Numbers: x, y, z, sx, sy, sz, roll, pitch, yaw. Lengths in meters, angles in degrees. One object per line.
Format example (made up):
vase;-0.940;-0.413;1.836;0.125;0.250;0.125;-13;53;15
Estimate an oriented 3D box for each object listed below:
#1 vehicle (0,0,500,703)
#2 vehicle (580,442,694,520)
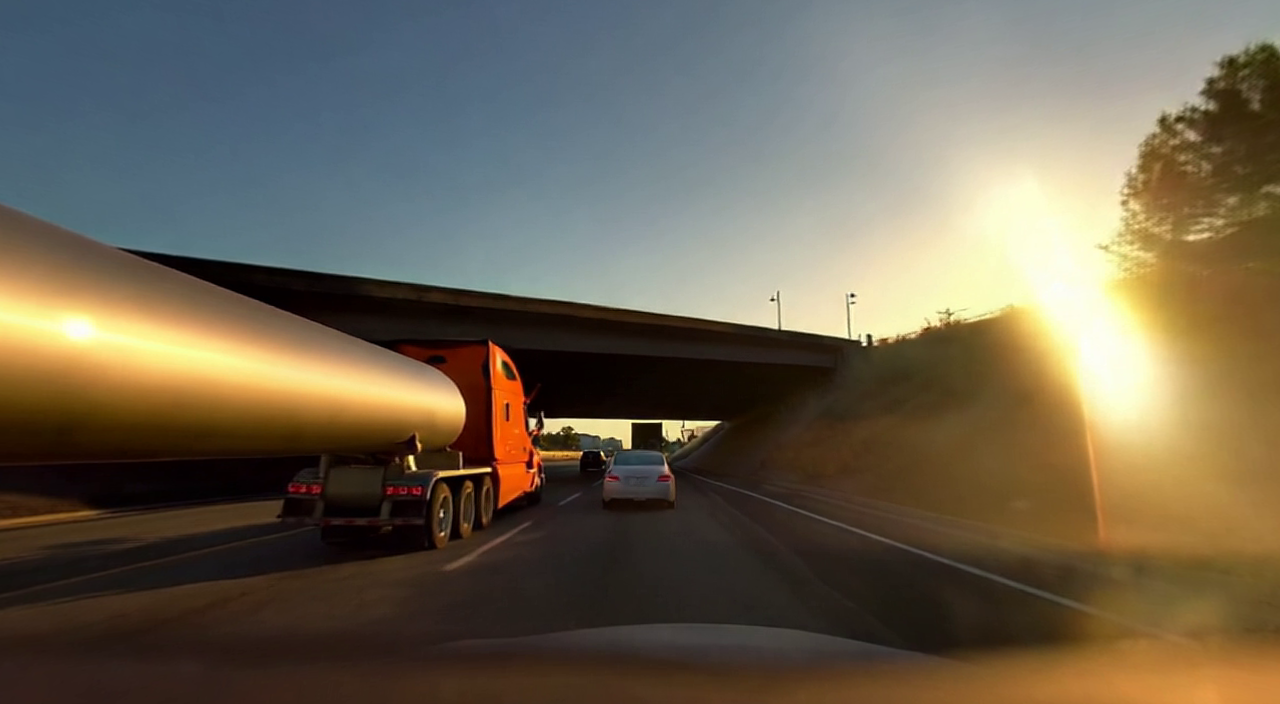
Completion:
vehicle;-4.266;0.329;4.647;2.896;3.563;14.643;0;-9;1
vehicle;-0.045;2.845;14.485;2.215;1.481;4.246;0;-9;0
